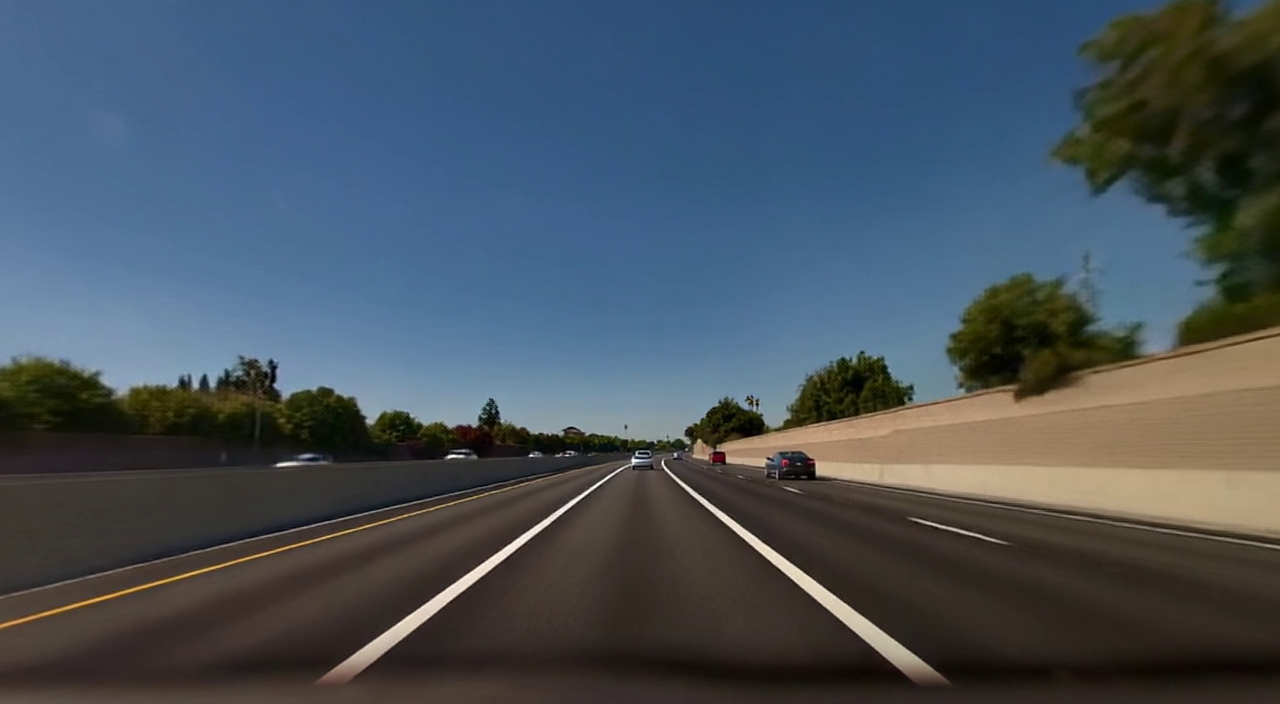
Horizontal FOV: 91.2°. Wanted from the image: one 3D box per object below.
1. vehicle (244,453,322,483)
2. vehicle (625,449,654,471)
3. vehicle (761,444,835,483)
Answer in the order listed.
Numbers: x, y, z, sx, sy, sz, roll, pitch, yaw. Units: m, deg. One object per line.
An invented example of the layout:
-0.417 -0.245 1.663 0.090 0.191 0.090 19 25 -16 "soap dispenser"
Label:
-19.343 6.259 34.166 1.819 1.504 4.036 -1 -9 1 "vehicle"
-0.041 7.745 45.113 2.025 1.526 4.181 -1 -9 0 "vehicle"
6.897 4.921 27.856 2.008 1.533 4.592 0 -9 -1 "vehicle"
